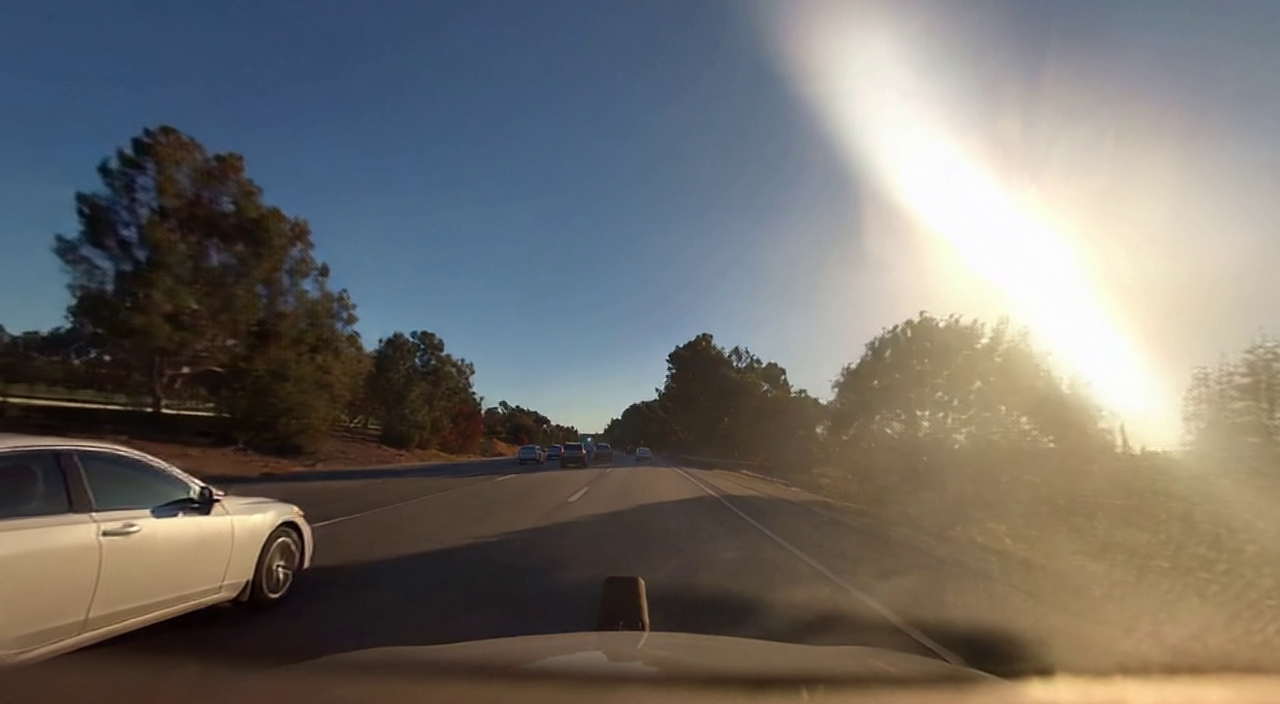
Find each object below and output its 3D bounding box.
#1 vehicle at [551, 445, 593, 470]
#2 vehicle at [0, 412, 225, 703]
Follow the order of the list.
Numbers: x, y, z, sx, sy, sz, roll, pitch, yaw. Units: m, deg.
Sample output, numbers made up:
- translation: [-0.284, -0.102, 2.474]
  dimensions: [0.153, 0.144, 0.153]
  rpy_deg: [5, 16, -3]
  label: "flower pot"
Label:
- translation: [-4.094, 6.439, 38.604]
  dimensions: [2.120, 1.458, 4.031]
  rpy_deg: [0, -9, 0]
  label: "vehicle"
- translation: [-3.837, 0.900, 2.003]
  dimensions: [1.965, 1.485, 4.460]
  rpy_deg: [0, -9, 0]
  label: "vehicle"
